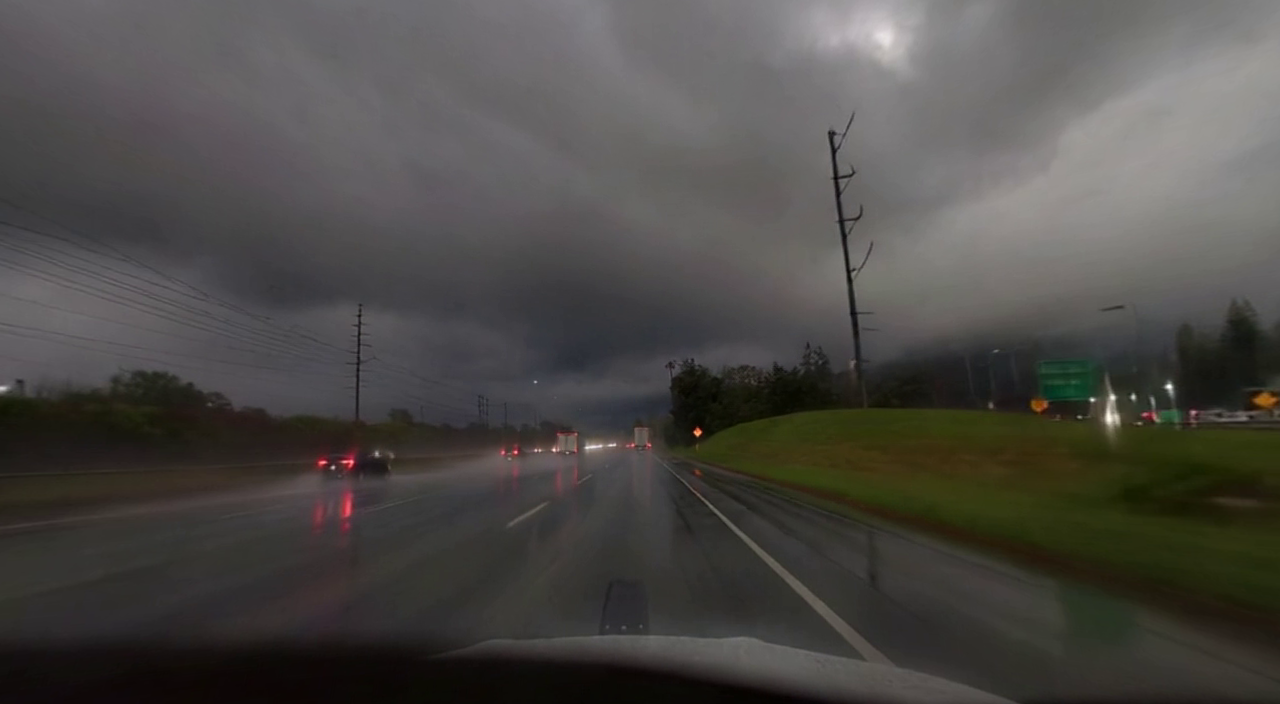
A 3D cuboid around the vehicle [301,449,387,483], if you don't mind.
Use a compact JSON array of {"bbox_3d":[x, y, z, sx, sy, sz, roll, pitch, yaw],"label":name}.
[{"bbox_3d":[-14.217,5.491,30.626,1.988,1.477,4.442,0,-8,1],"label":"vehicle"}]
